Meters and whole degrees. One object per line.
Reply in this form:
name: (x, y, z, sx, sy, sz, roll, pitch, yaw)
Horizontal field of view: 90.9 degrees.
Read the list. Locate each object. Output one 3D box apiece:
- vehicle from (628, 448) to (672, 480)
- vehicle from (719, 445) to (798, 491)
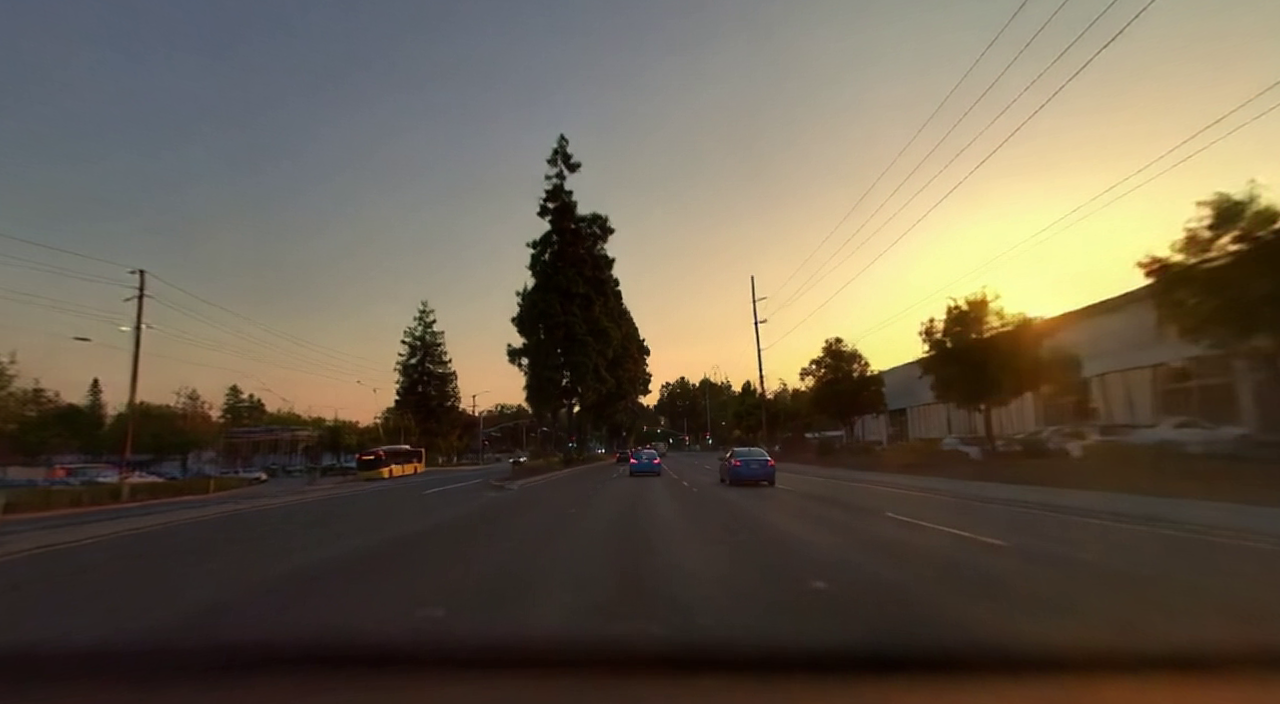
vehicle: (0.465, 5.792, 32.884, 2.144, 1.505, 4.128, 0, -9, 0)
vehicle: (4.236, 4.231, 23.300, 2.067, 1.497, 4.327, 0, -9, 0)
